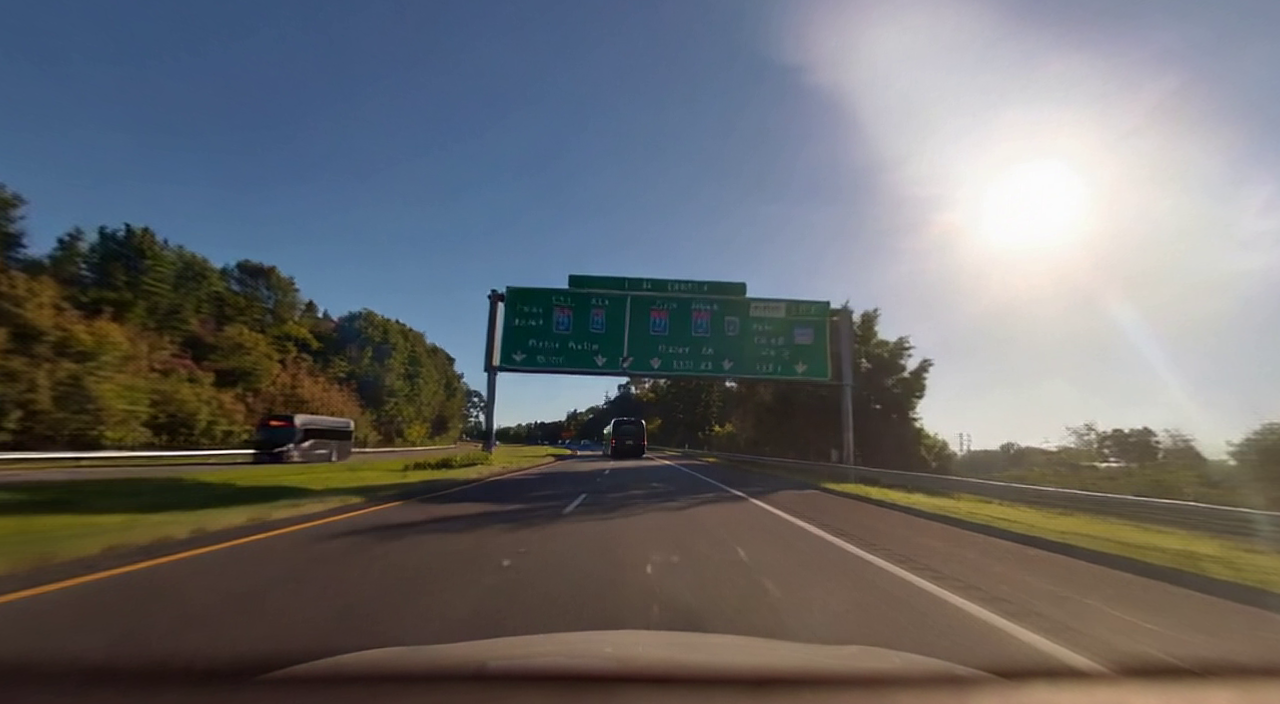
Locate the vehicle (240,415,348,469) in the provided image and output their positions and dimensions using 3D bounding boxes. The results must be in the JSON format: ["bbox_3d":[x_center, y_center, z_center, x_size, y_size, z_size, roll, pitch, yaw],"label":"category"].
[{"bbox_3d":[-20.384,5.413,37.692,2.333,2.885,7.543,0,-9,-2],"label":"vehicle"}]
